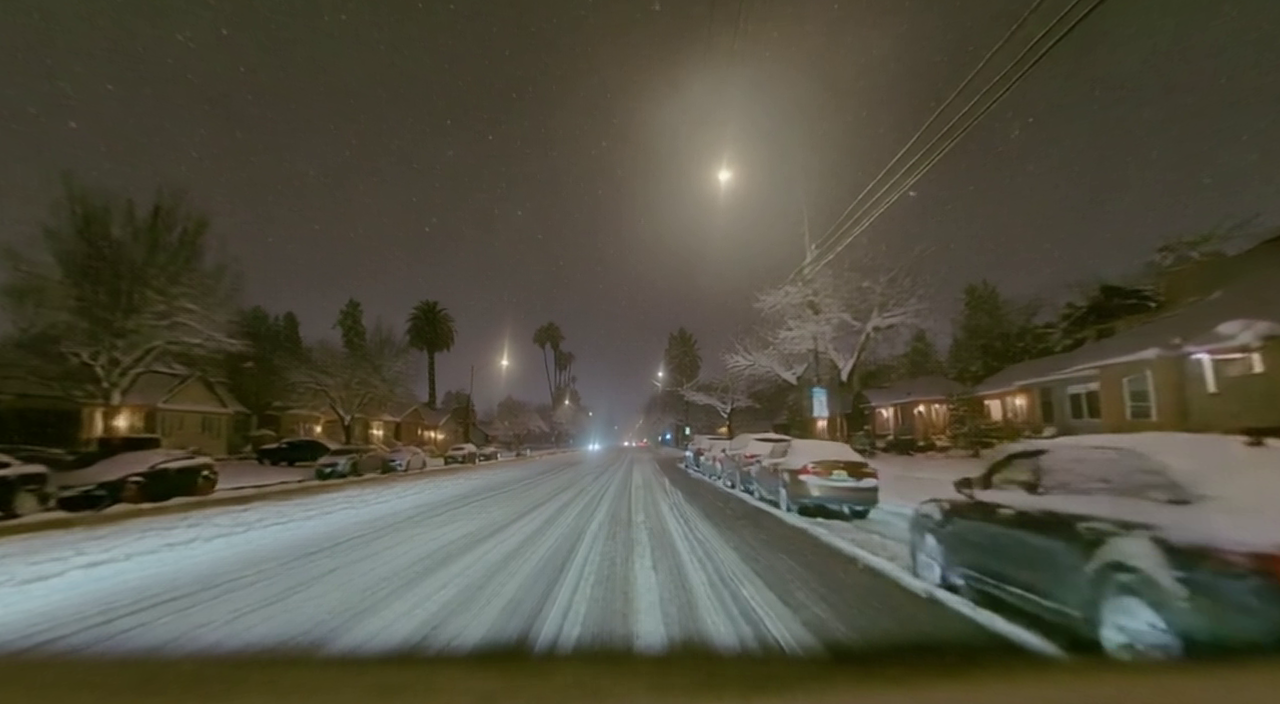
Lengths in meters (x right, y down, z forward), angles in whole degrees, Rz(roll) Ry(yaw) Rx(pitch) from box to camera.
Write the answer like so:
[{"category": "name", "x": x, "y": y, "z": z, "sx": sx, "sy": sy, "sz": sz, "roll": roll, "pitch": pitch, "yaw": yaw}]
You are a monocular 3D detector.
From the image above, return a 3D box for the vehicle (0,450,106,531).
[{"category": "vehicle", "x": -13.460, "y": 2.781, "z": 12.479, "sx": 1.899, "sy": 1.474, "sz": 4.529, "roll": -1, "pitch": -7, "yaw": -1}]

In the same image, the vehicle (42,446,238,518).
[{"category": "vehicle", "x": -13.627, "y": 3.511, "z": 17.668, "sx": 1.876, "sy": 1.610, "sz": 4.467, "roll": -1, "pitch": -7, "yaw": -1}]

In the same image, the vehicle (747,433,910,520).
[{"category": "vehicle", "x": 3.646, "y": 2.500, "z": 13.238, "sx": 1.888, "sy": 1.480, "sz": 4.653, "roll": 0, "pitch": -9, "yaw": -1}]

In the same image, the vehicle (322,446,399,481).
[{"category": "vehicle", "x": -13.801, "y": 5.517, "z": 31.504, "sx": 1.970, "sy": 1.525, "sz": 4.420, "roll": 0, "pitch": -8, "yaw": -2}]

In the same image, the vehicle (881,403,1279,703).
[{"category": "vehicle", "x": 3.619, "y": 1.234, "z": 4.452, "sx": 2.083, "sy": 1.449, "sz": 4.578, "roll": 0, "pitch": -9, "yaw": 1}]

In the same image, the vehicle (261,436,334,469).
[{"category": "vehicle", "x": -20.948, "y": 6.157, "z": 38.885, "sx": 1.957, "sy": 1.871, "sz": 4.515, "roll": 0, "pitch": -9, "yaw": 0}]
